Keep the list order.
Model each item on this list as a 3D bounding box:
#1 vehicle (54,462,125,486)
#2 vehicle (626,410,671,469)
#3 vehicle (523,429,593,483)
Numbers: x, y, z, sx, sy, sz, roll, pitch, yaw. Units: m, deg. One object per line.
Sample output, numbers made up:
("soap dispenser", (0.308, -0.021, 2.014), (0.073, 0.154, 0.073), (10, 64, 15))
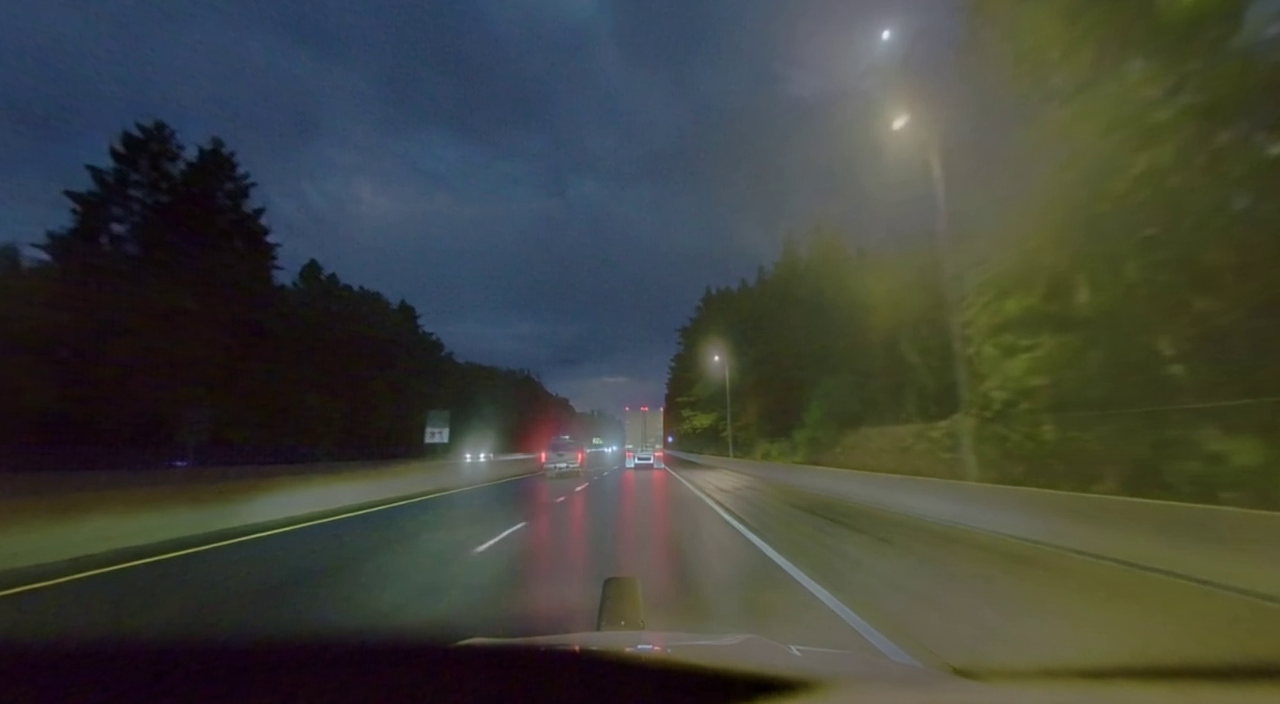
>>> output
("vehicle", (-36.618, 8.086, 42.057), (1.854, 1.431, 4.297), (3, -9, -17))
("vehicle", (0.523, 6.670, 47.472), (3.024, 3.965, 10.399), (0, -9, 0))
("vehicle", (-3.558, 4.681, 28.519), (2.283, 2.156, 5.546), (0, -9, 1))
